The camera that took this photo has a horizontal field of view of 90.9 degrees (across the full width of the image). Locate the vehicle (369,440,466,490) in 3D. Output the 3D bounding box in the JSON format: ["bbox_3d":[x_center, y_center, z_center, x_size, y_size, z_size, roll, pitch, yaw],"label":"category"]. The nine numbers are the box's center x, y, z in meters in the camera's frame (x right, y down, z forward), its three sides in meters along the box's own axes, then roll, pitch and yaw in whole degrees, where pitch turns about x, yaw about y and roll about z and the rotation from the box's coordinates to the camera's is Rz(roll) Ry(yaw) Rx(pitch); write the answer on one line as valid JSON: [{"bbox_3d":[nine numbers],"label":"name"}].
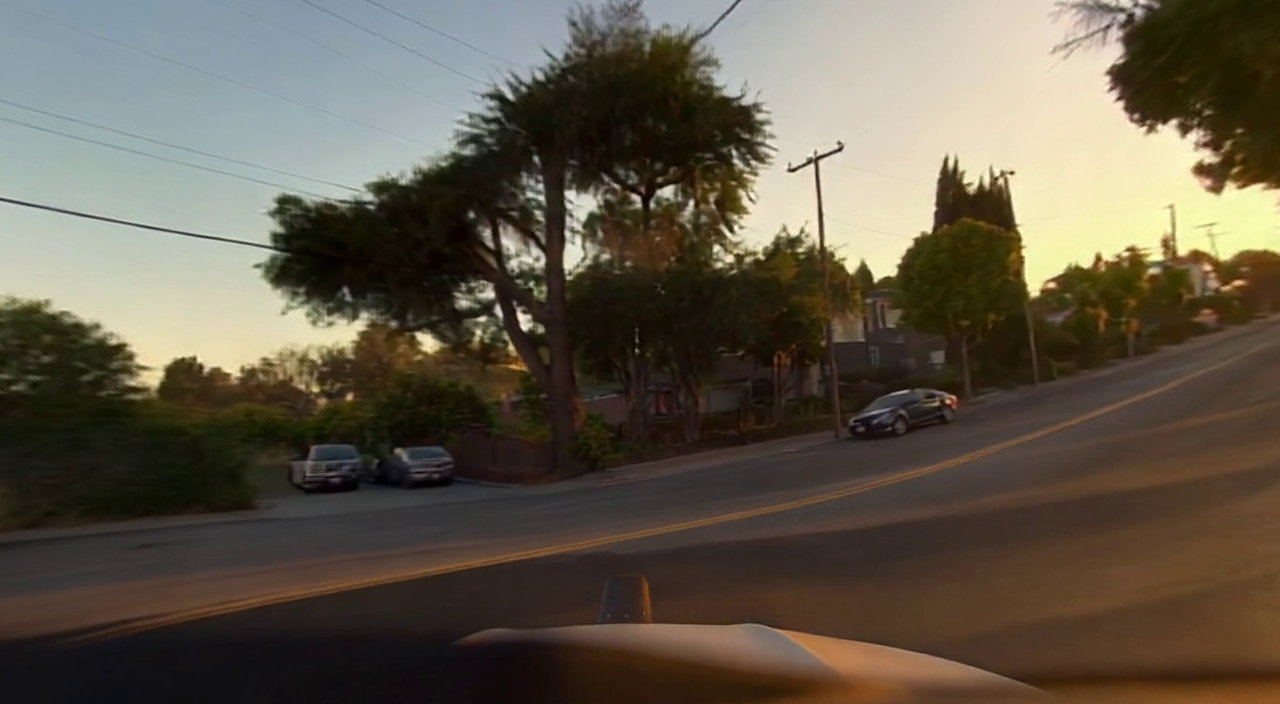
[{"bbox_3d":[-8.975,4.447,25.179,2.216,1.728,5.118,6,-11,-35],"label":"vehicle"}]

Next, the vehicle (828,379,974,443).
[{"bbox_3d":[9.242,2.030,22.127,5.289,1.595,2.032,-2,-8,-36],"label":"vehicle"}]

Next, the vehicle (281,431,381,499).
[{"bbox_3d":[-11.761,4.185,23.761,2.413,1.838,4.977,11,-7,-34],"label":"vehicle"}]
